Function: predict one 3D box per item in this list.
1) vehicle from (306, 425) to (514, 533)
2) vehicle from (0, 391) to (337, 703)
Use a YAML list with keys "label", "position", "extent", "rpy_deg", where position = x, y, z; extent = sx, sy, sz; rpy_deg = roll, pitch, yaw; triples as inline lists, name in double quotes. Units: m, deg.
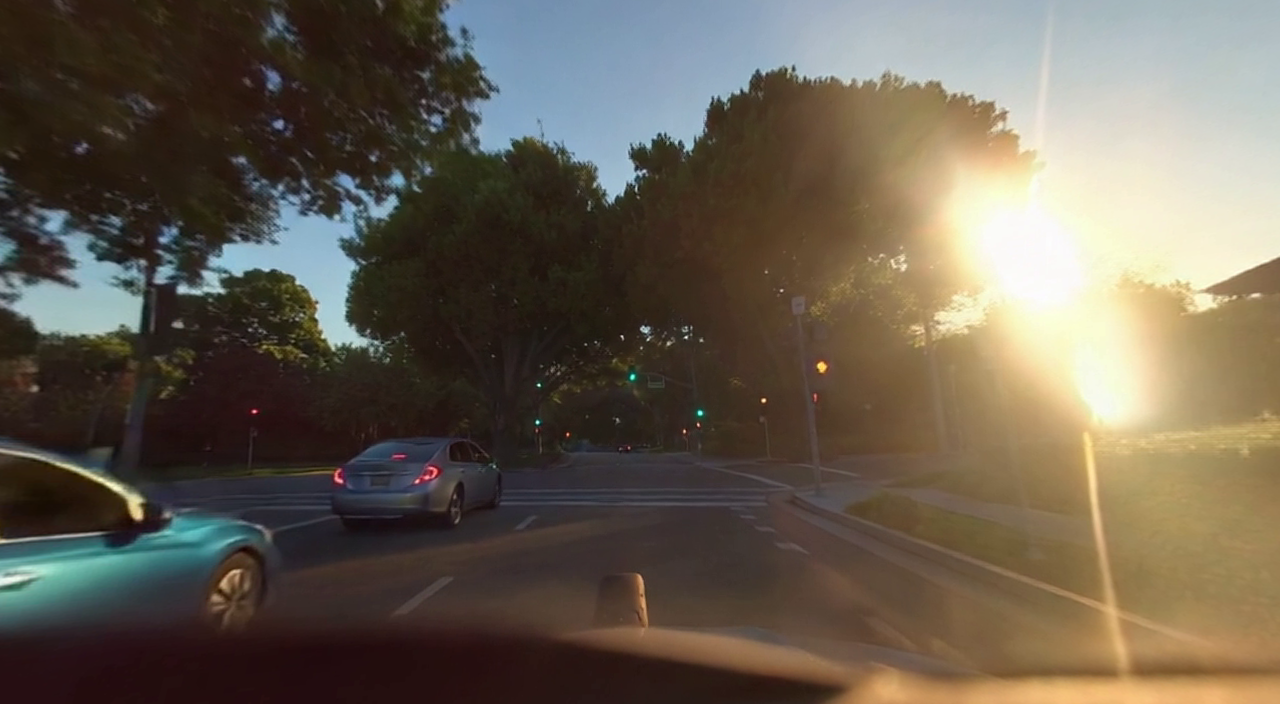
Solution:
- label: "vehicle"
  position: [-3.701, 2.140, 11.228]
  extent: [1.980, 1.508, 4.502]
  rpy_deg: [0, -9, 0]
- label: "vehicle"
  position: [-3.441, 0.936, 2.623]
  extent: [2.038, 1.486, 4.678]
  rpy_deg: [0, -9, 0]
